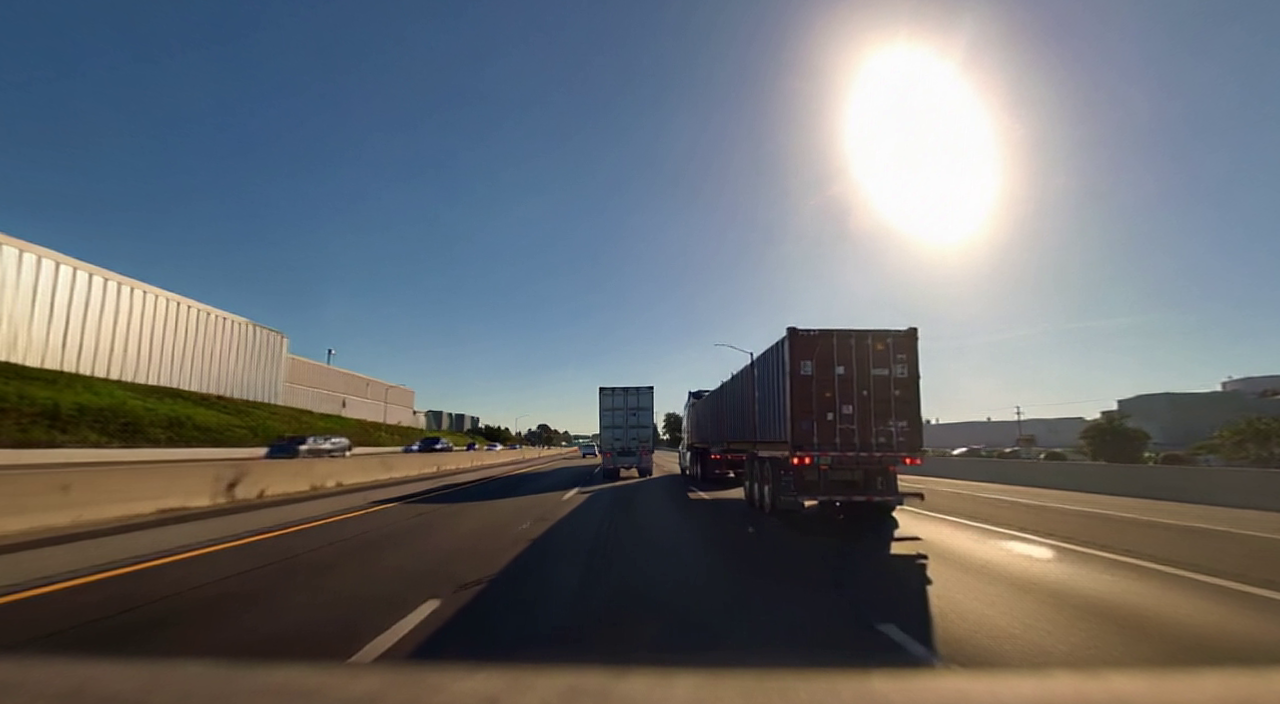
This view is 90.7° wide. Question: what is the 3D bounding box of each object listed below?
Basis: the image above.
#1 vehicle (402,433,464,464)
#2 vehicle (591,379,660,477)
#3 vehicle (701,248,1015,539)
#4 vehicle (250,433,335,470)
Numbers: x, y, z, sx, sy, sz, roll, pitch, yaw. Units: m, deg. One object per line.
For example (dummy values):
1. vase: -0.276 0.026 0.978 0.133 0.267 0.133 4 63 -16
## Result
1. vehicle: -13.180 6.186 40.659 2.220 1.787 5.560 0 -9 -1
2. vehicle: -0.546 4.037 32.410 2.841 4.071 12.046 -1 -8 1
3. vehicle: 3.587 1.459 15.167 2.803 4.072 12.744 0 -9 -1
4. vehicle: -17.043 4.887 31.290 1.905 1.684 4.215 0 -9 -3
